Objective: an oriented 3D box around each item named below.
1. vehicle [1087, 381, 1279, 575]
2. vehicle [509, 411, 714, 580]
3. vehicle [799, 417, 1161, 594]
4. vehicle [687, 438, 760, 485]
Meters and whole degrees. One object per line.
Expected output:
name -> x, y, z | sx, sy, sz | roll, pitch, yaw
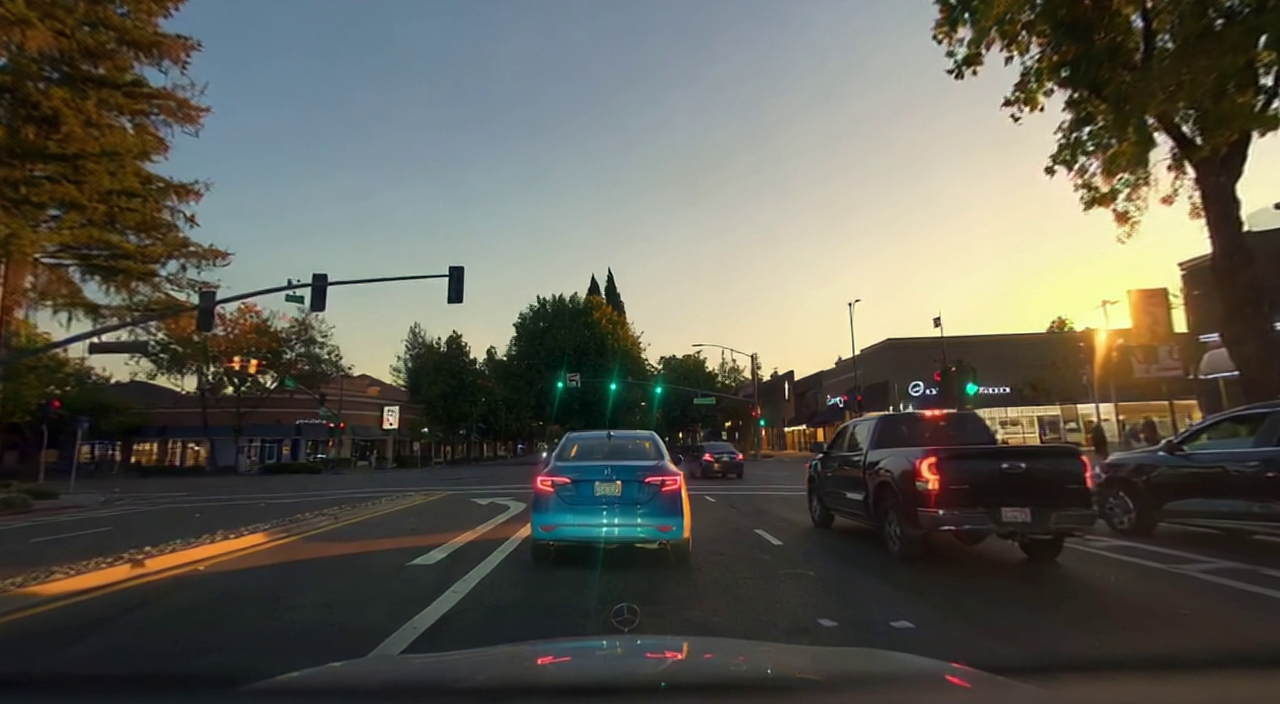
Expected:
vehicle -> 7.546, 1.223, 6.063 | 2.240, 1.923, 5.678 | 0, -8, -1
vehicle -> -0.294, 1.711, 8.239 | 2.037, 1.674, 3.693 | 0, -8, 0
vehicle -> 3.618, 1.707, 7.973 | 1.955, 1.550, 4.587 | 0, -8, -1
vehicle -> 3.116, 4.174, 24.432 | 2.031, 1.626, 4.264 | 0, -8, -3
